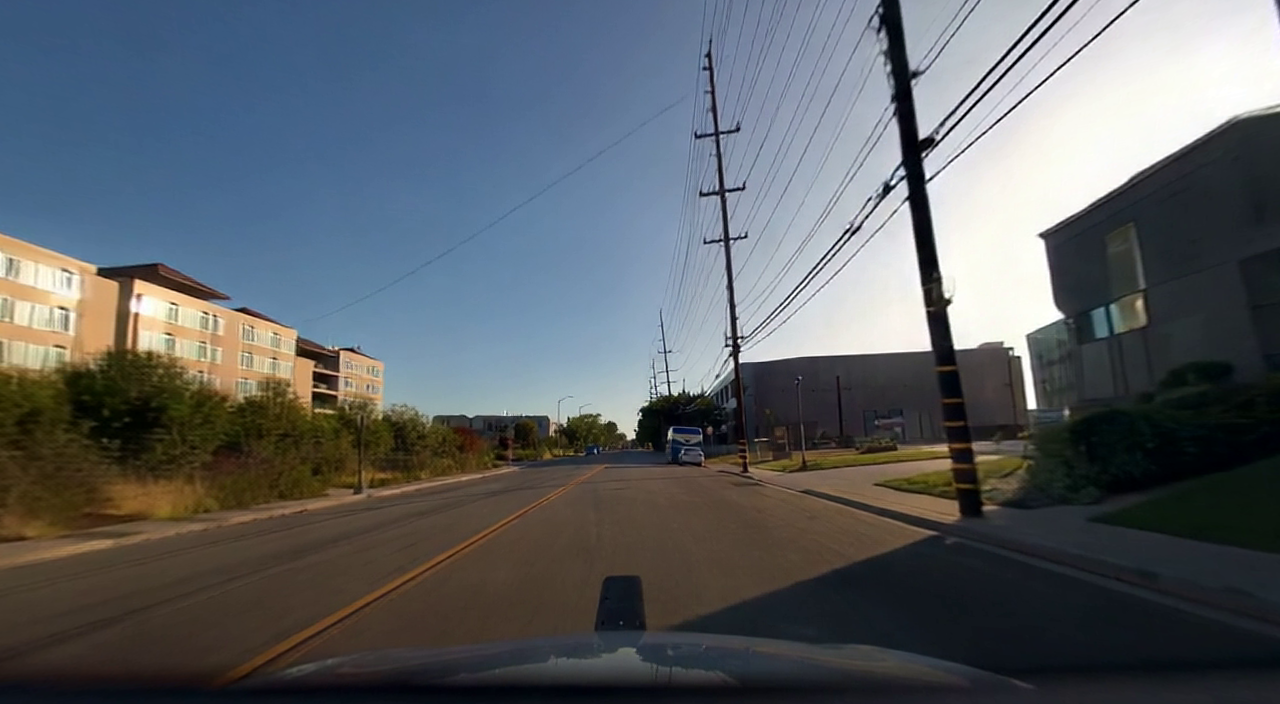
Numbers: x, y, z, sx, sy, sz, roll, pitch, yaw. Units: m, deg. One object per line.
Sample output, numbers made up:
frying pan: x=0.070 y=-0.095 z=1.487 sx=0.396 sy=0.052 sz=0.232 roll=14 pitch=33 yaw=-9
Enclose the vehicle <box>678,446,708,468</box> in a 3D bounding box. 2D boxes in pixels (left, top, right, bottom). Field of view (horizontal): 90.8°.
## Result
vehicle: x=4.024 y=8.083 z=48.763 sx=1.852 sy=1.497 sz=3.672 roll=-2 pitch=-8 yaw=-2
